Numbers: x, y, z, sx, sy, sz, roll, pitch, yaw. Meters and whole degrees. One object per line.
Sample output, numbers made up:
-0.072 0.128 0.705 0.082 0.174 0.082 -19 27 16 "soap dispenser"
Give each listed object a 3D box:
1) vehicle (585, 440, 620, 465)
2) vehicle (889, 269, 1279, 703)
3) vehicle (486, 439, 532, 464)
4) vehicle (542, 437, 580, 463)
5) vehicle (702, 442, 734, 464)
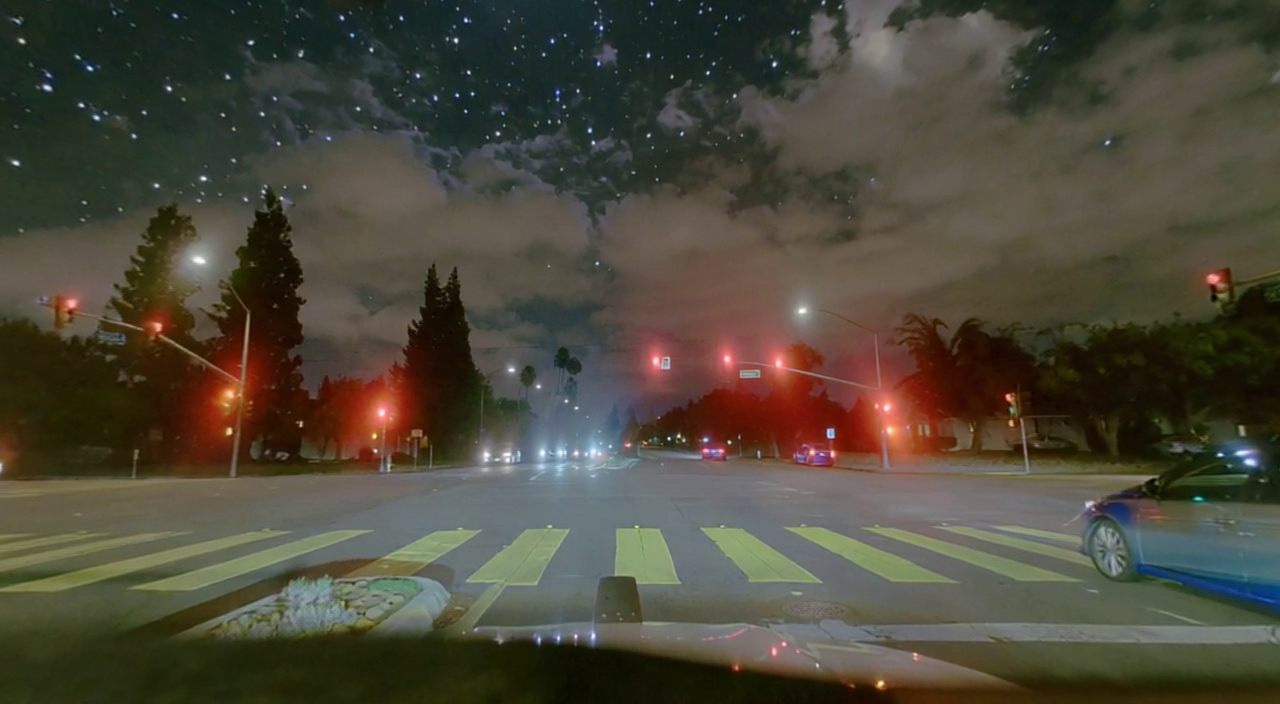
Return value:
-2.393 6.603 41.620 2.046 1.491 4.118 0 -9 0 "vehicle"
2.709 0.708 1.724 2.085 1.800 4.908 0 -9 1 "vehicle"
-8.947 6.861 43.632 2.028 1.654 5.027 0 -9 1 "vehicle"
-5.533 6.917 44.545 2.091 1.707 4.157 0 -9 1 "vehicle"
5.842 7.475 46.976 2.104 1.518 4.999 -1 -9 10 "vehicle"
